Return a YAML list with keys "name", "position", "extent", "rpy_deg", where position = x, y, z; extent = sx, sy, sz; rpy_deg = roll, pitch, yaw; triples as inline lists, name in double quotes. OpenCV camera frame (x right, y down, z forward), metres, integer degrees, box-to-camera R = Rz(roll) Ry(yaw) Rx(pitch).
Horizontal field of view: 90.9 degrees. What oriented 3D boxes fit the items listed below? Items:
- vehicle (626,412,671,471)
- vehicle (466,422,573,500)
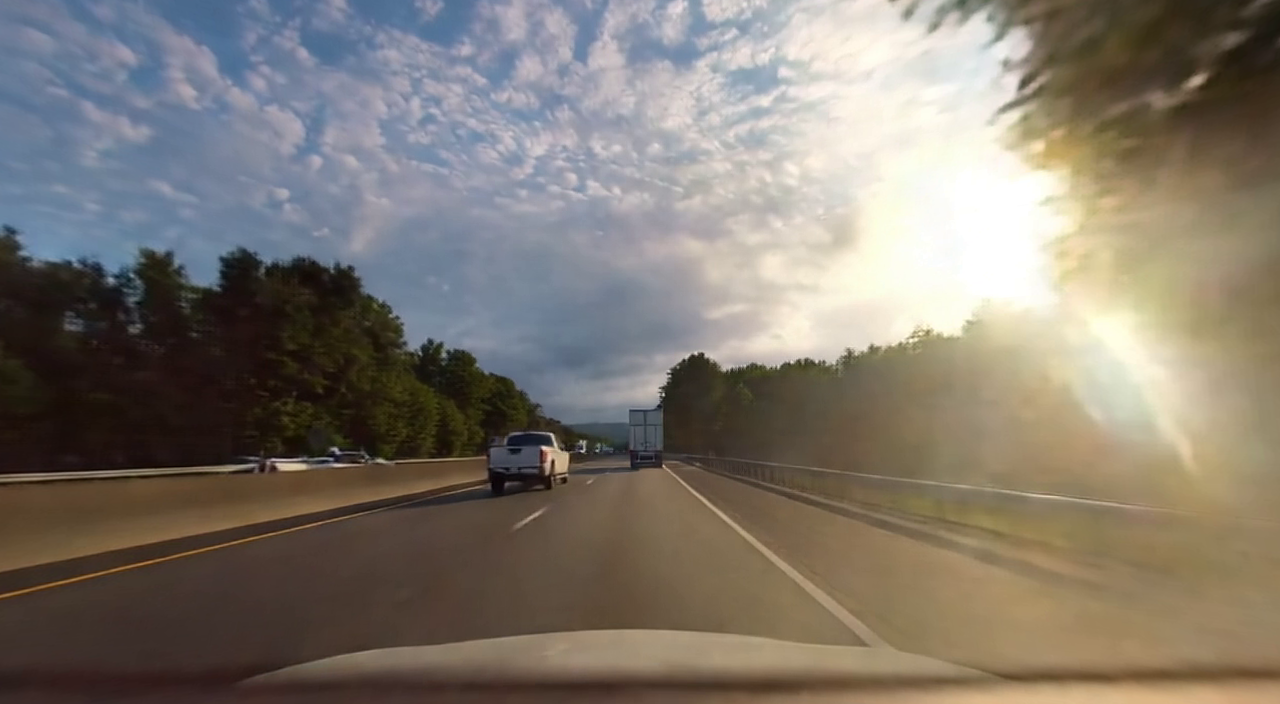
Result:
- name: "vehicle"
  position: [0.593, 6.840, 47.869]
  extent: [3.024, 3.965, 10.399]
  rpy_deg: [0, -9, 0]
- name: "vehicle"
  position: [-3.663, 3.466, 20.414]
  extent: [2.283, 2.156, 5.546]
  rpy_deg: [0, -9, 1]
